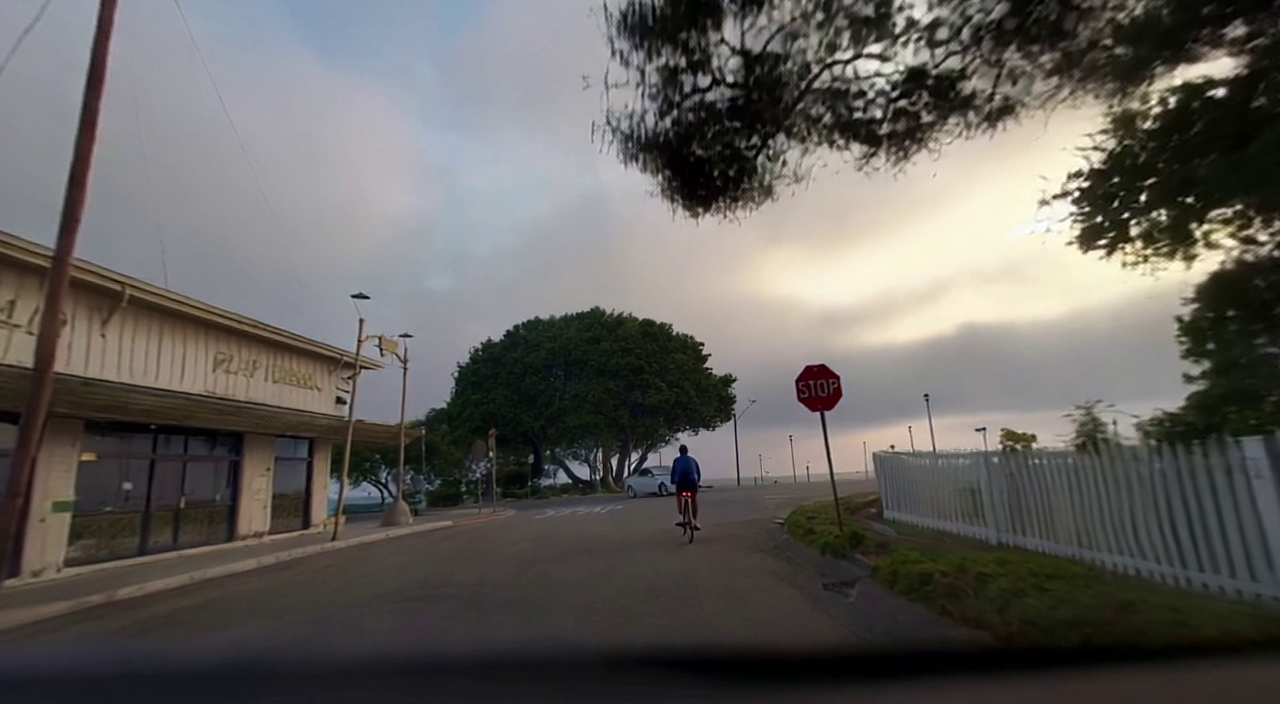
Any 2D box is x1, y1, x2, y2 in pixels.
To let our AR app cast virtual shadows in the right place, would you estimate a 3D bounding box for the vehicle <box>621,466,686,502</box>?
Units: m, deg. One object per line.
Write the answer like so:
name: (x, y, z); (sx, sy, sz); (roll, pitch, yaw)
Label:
vehicle: (0.562, 6.563, 31.877); (2.112, 1.479, 5.323); (2, -9, -12)
